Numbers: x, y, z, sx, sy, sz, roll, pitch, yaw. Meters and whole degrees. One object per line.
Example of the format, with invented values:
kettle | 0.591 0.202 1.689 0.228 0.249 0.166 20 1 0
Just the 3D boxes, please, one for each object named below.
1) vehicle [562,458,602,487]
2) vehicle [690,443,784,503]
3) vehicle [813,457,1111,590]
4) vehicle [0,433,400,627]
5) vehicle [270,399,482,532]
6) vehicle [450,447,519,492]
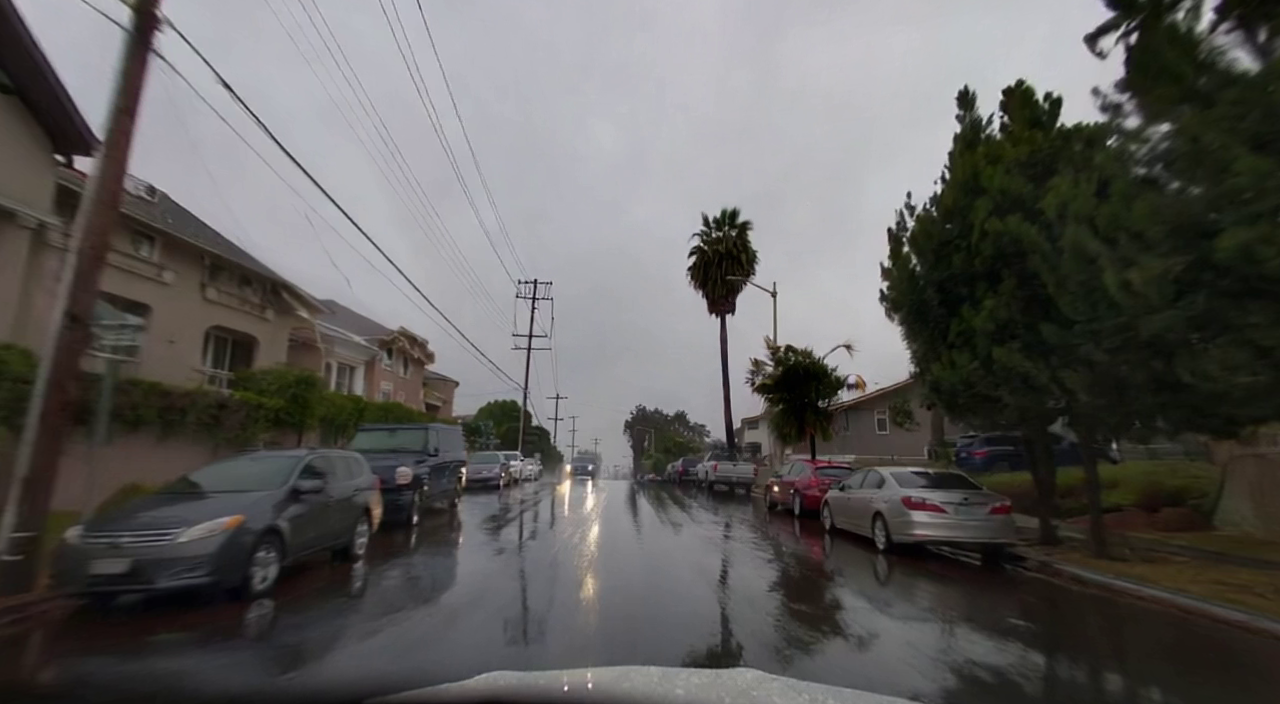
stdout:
vehicle | -3.336 7.046 37.104 2.060 1.483 4.574 0 -8 -2
vehicle | 3.575 4.606 24.650 2.358 2.008 5.957 1 -8 -4
vehicle | 4.489 2.424 9.825 2.043 1.461 4.504 1 -8 -4
vehicle | -4.513 1.736 7.308 2.022 1.489 4.590 1 -8 -5
vehicle | -5.022 2.259 13.134 2.348 2.144 5.481 1 -8 -4
vehicle | -5.800 4.397 24.015 1.889 1.499 4.468 1 -8 -5
